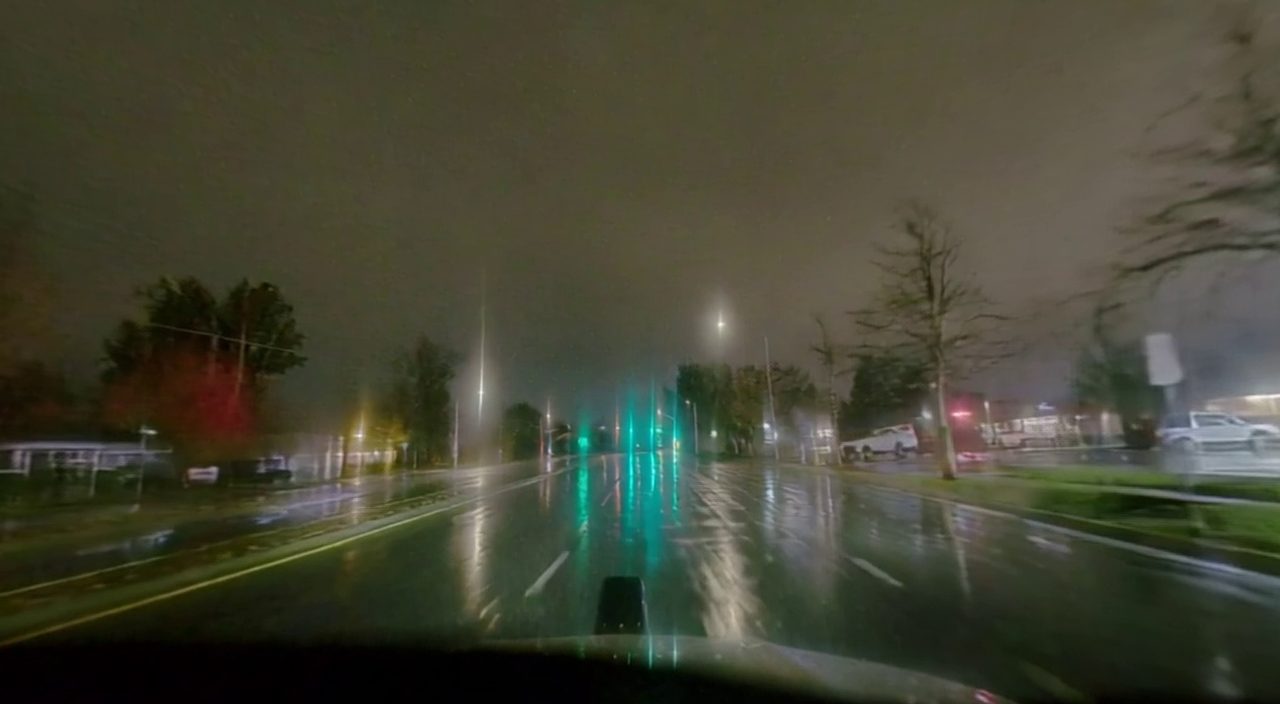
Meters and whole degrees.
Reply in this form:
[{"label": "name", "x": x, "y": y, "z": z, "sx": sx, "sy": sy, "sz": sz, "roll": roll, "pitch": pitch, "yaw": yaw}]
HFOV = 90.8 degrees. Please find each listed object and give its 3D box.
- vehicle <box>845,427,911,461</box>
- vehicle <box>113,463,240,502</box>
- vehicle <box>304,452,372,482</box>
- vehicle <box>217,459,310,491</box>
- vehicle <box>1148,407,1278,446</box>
[{"label": "vehicle", "x": 14.059, "y": 5.479, "z": 37.700, "sx": 2.108, "sy": 1.877, "sz": 4.807, "roll": 0, "pitch": -8, "yaw": 1}, {"label": "vehicle", "x": -20.540, "y": 5.773, "z": 28.290, "sx": 1.924, "sy": 1.479, "sz": 4.706, "roll": -1, "pitch": -8, "yaw": 4}, {"label": "vehicle", "x": -19.971, "y": 7.608, "z": 41.994, "sx": 1.988, "sy": 1.785, "sz": 4.802, "roll": -1, "pitch": -8, "yaw": 2}, {"label": "vehicle", "x": -20.234, "y": 6.626, "z": 34.231, "sx": 1.787, "sy": 1.471, "sz": 4.709, "roll": -1, "pitch": -8, "yaw": 5}, {"label": "vehicle", "x": 32.309, "y": 4.311, "z": 35.950, "sx": 2.367, "sy": 2.056, "sz": 5.466, "roll": -1, "pitch": -8, "yaw": 3}]
